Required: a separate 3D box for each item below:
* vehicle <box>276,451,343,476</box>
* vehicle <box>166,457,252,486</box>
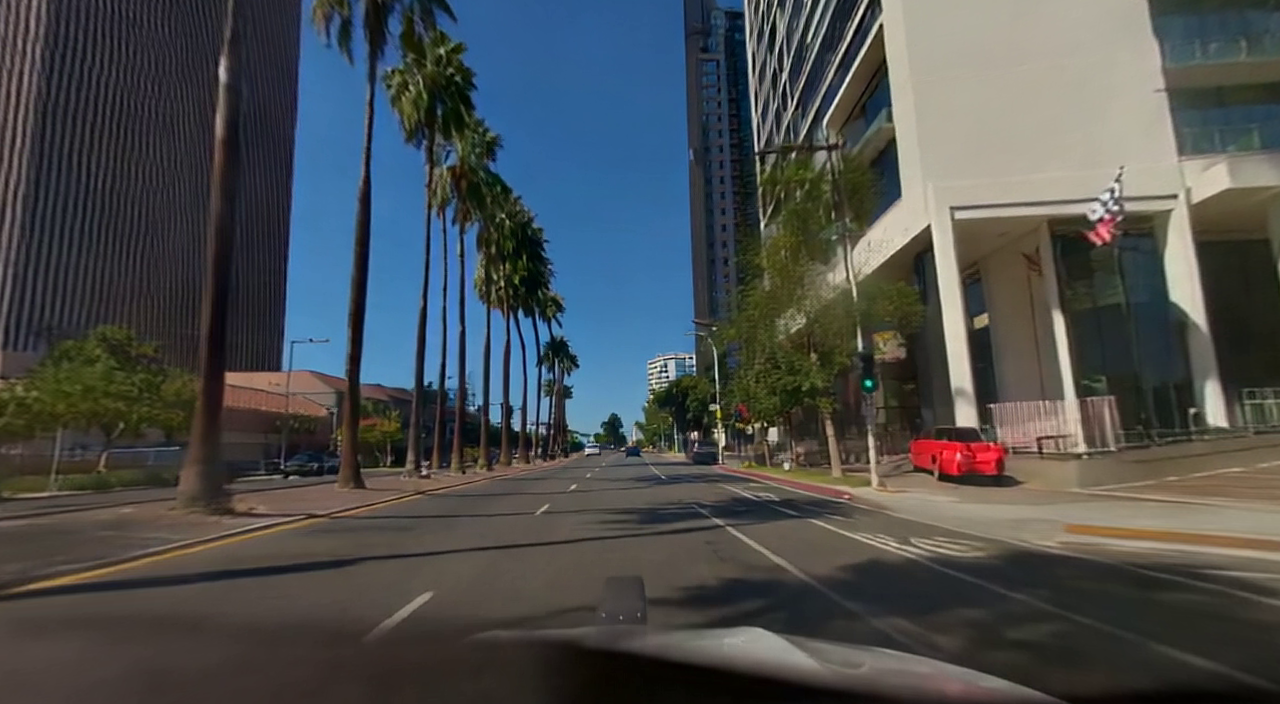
[{"bbox_3d":[-25.135,8.487,48.349,2.062,1.765,5.897,0,-9,-2],"label":"vehicle"},{"bbox_3d":[-25.011,6.924,36.879,2.080,1.457,4.424,0,-9,-3],"label":"vehicle"}]
